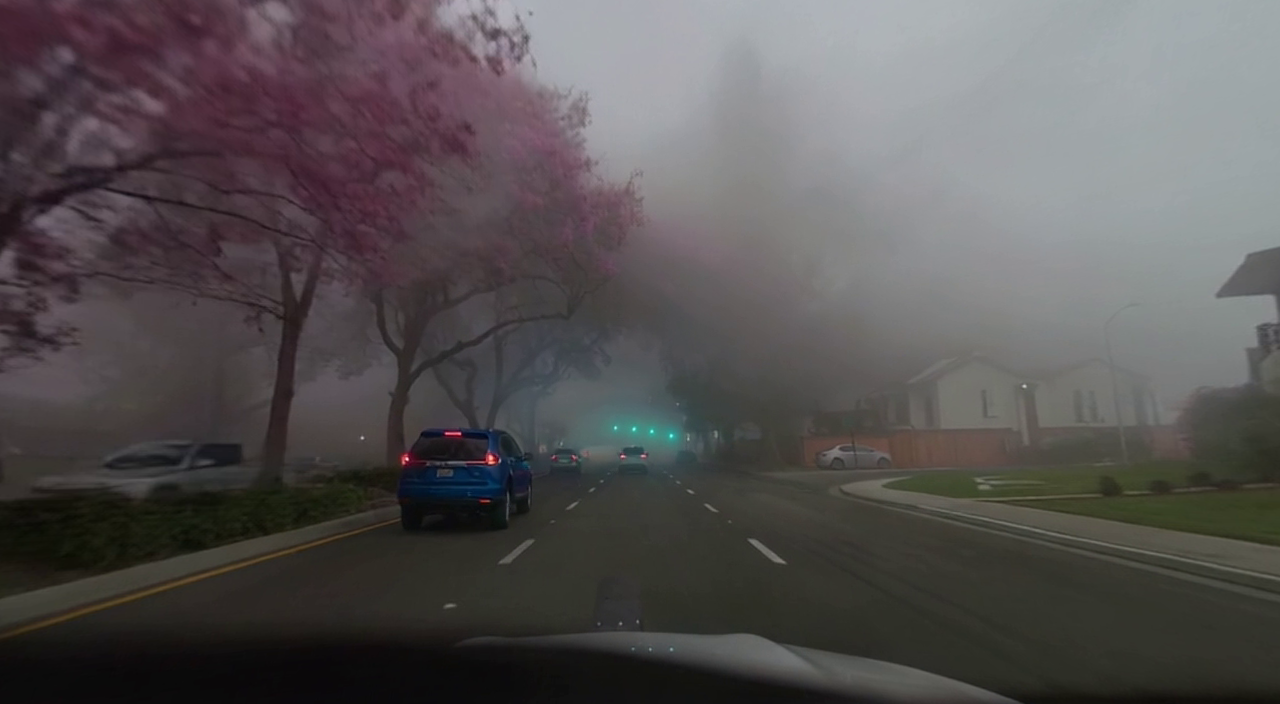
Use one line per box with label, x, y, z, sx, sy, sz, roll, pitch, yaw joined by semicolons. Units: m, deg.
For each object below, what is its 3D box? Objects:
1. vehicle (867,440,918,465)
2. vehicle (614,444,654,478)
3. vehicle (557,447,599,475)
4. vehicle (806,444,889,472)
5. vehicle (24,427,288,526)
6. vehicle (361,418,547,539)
vehicle;18.876;7.476;47.322;1.828;1.782;3.871;1;-8;-7
vehicle;-0.319;5.671;33.081;1.997;1.636;3.760;0;-8;-1
vehicle;-3.616;6.439;37.559;2.066;1.565;3.905;0;-8;0
vehicle;12.617;6.482;38.738;4.482;1.678;1.890;-1;-8;7
vehicle;-11.352;2.918;15.588;2.152;1.958;5.490;0;-8;0
vehicle;-3.362;2.398;12.686;2.161;1.919;4.798;-1;-8;1
